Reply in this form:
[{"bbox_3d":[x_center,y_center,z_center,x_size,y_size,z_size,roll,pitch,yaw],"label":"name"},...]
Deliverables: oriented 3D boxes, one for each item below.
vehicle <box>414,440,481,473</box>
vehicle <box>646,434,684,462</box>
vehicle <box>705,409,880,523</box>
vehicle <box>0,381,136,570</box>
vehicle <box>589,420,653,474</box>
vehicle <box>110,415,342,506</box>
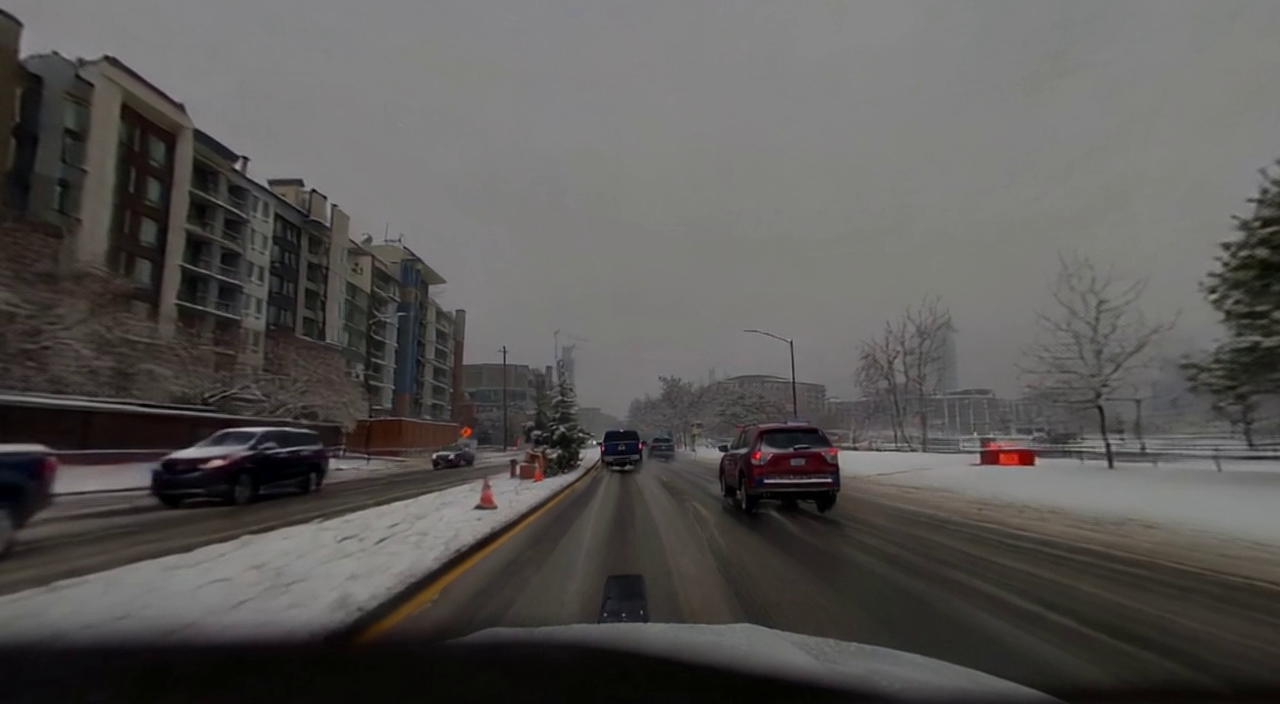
[{"bbox_3d":[-9.666,5.266,31.885,1.997,1.512,4.322,0,-9,1],"label":"vehicle"},{"bbox_3d":[1.715,6.832,44.602,2.187,1.835,5.471,1,-8,-3],"label":"vehicle"},{"bbox_3d":[2.768,2.275,13.032,2.120,1.828,5.531,0,-9,-1],"label":"vehicle"},{"bbox_3d":[-7.689,1.132,5.256,2.296,1.911,5.688,-2,-8,-1],"label":"vehicle"},{"bbox_3d":[-0.936,4.570,30.304,2.762,2.309,6.723,1,-9,-2],"label":"vehicle"},{"bbox_3d":[-10.050,2.687,15.932,2.192,1.923,4.970,0,-9,5],"label":"vehicle"}]
